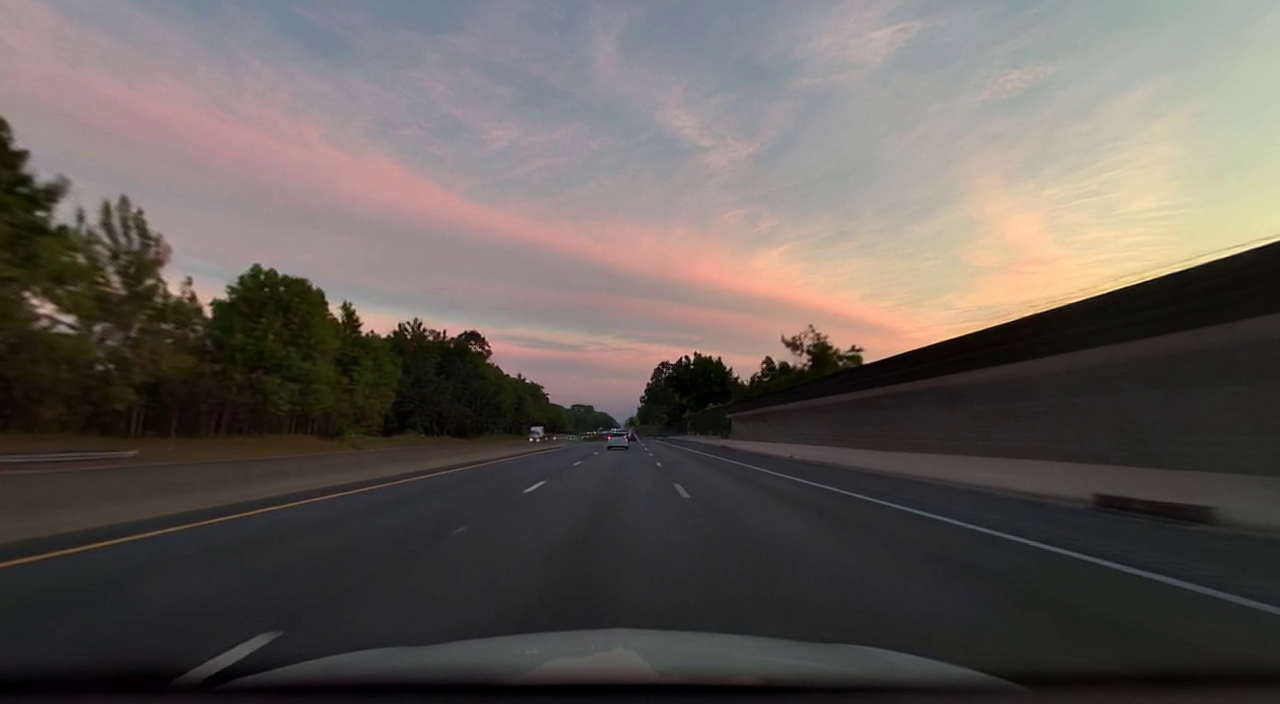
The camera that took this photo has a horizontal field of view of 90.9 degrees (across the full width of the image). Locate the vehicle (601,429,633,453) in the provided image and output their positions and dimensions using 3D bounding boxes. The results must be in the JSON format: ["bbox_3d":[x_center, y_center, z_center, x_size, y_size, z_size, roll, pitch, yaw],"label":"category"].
[{"bbox_3d":[-1.760,7.000,49.709,2.306,1.730,4.606,0,-8,0],"label":"vehicle"}]
